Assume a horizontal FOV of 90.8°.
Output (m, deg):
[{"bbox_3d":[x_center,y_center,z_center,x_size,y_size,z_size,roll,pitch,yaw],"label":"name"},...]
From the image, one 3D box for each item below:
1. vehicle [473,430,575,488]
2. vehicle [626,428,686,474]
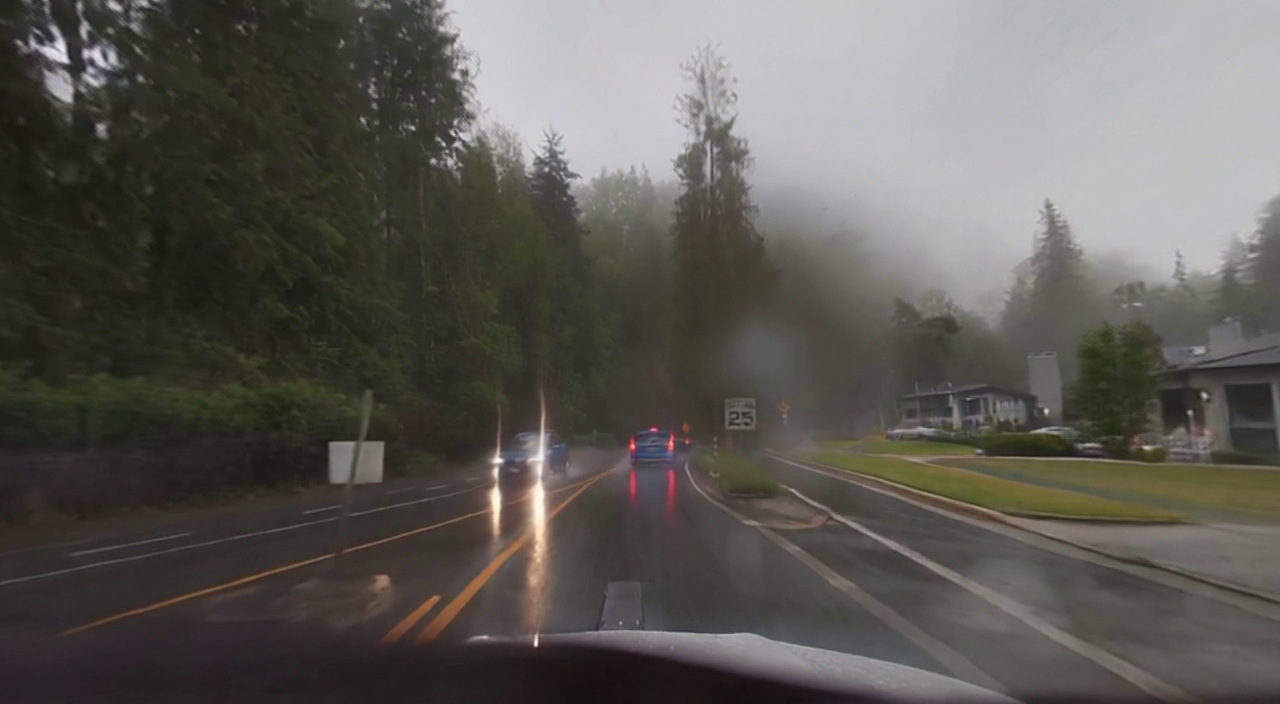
[{"bbox_3d":[-3.612,3.434,20.605,2.087,1.677,4.467,-1,-8,6],"label":"vehicle"},{"bbox_3d":[0.740,4.020,25.789,2.216,1.708,4.110,-1,-8,4],"label":"vehicle"}]
